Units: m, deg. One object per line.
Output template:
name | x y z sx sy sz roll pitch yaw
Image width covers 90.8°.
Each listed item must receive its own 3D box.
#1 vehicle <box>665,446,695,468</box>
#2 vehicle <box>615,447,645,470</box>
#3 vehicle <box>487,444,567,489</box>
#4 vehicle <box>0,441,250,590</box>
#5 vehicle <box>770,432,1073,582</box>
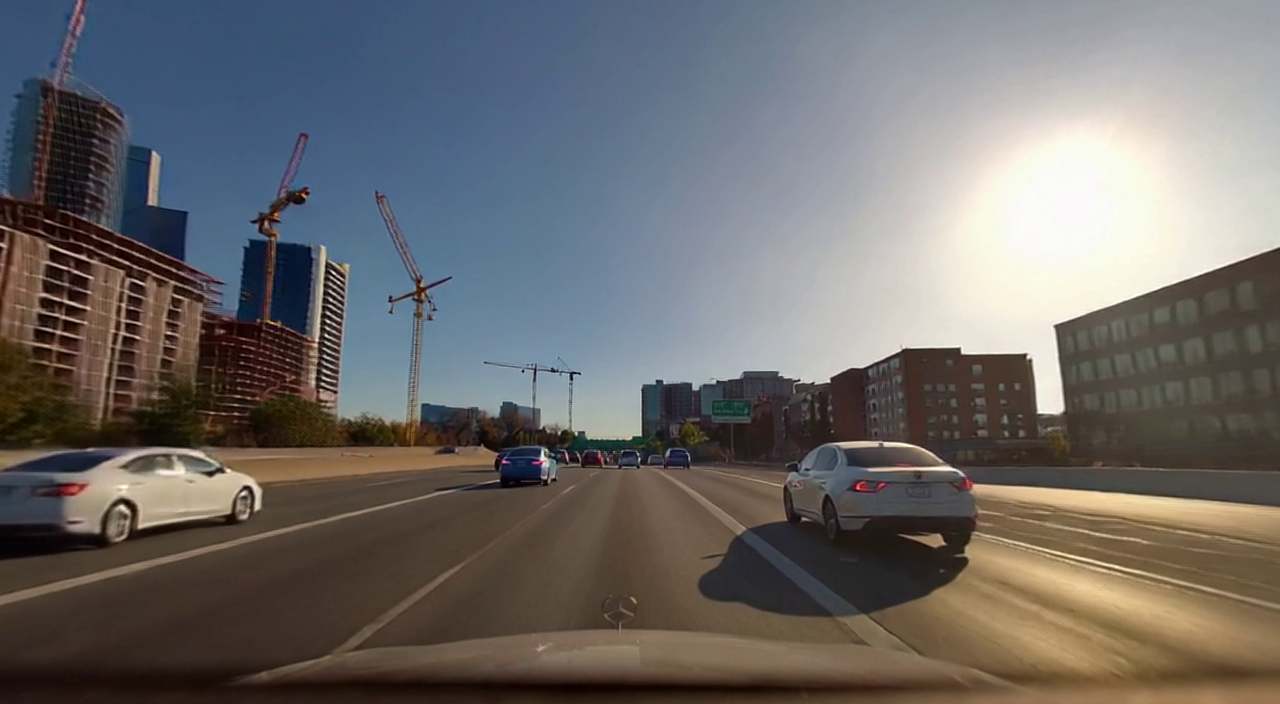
vehicle | 3.093 8.272 49.788 1.978 1.602 4.092 0 -8 -2
vehicle | -0.719 7.437 44.246 2.019 1.472 3.971 0 -8 -1
vehicle | -4.076 4.184 23.555 2.136 1.512 4.488 0 -8 0
vehicle | -7.584 1.984 8.516 1.951 1.528 4.209 0 -8 0
vehicle | 3.323 1.896 8.684 1.995 1.486 4.463 0 -8 -2
